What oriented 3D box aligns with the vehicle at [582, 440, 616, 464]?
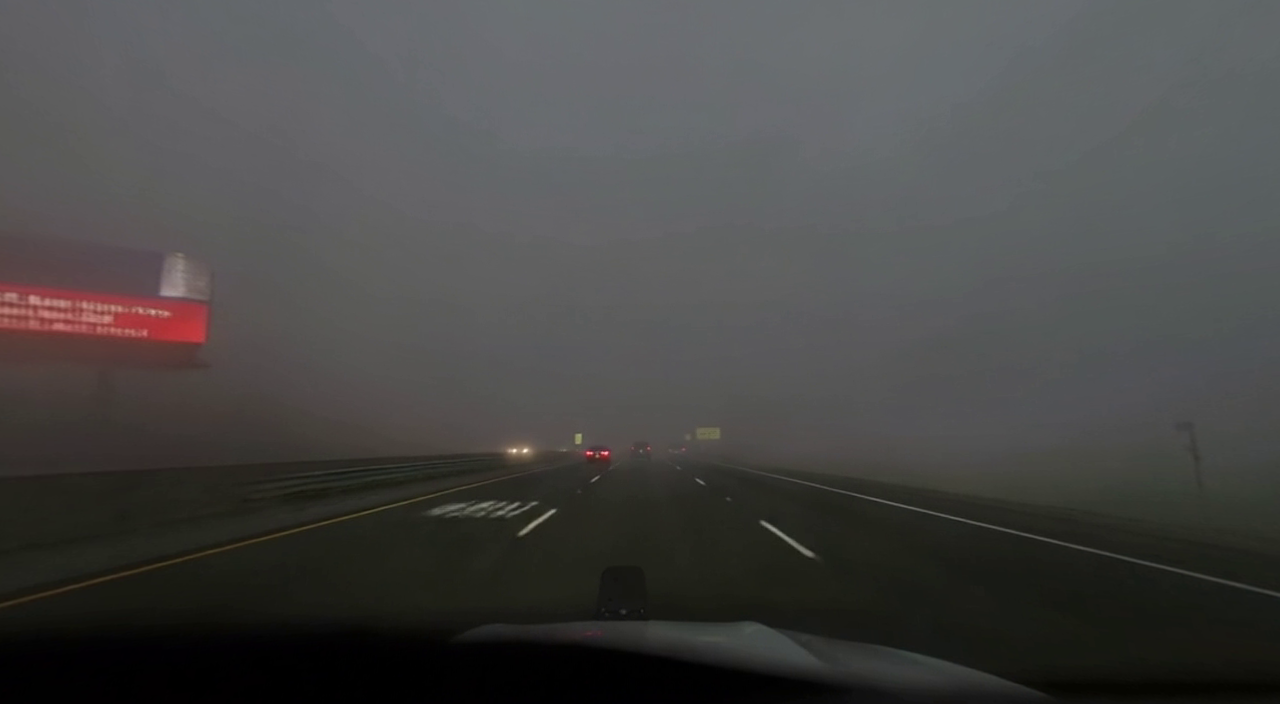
[{"bbox_3d":[-3.067,7.575,47.860,2.319,1.738,4.355,0,-8,0],"label":"vehicle"}]
